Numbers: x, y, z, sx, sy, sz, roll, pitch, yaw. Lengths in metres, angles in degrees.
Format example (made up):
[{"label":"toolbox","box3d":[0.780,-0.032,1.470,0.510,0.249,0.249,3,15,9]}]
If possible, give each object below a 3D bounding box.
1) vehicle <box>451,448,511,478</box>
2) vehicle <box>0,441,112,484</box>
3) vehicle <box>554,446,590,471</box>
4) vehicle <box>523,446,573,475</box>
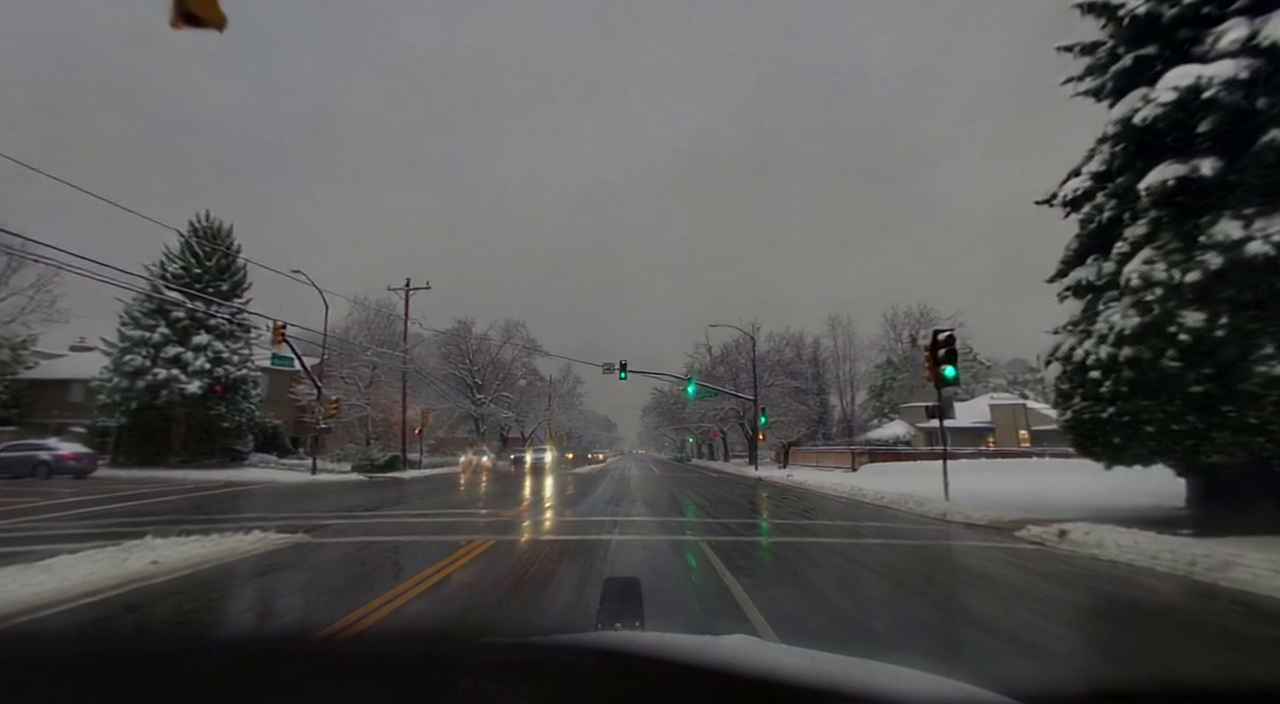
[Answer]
[{"label":"vehicle","box3d":[-8.459,5.956,34.101,1.985,1.475,4.383,0,-8,2]},{"label":"vehicle","box3d":[-26.360,4.779,27.429,4.802,1.776,2.090,1,-8,-5]},{"label":"vehicle","box3d":[-4.669,7.360,43.879,1.999,1.652,3.962,0,-8,1]},{"label":"vehicle","box3d":[-4.978,5.909,34.616,2.003,1.462,4.220,0,-8,1]}]
